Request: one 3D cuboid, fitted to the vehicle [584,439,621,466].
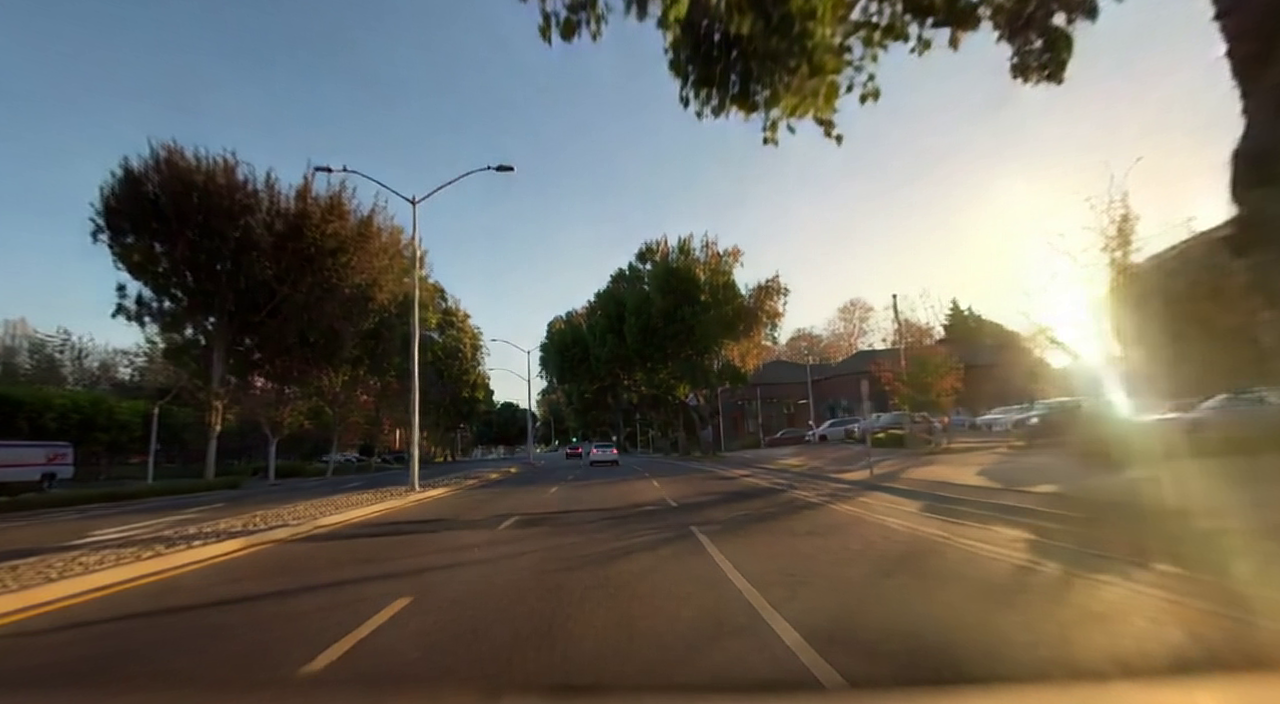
[{"bbox_3d":[-2.506,6.497,41.136,2.197,1.642,4.312,1,-8,-6],"label":"vehicle"}]

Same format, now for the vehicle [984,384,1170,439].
[{"bbox_3d":[14.946,2.091,21.816,4.851,1.737,2.189,0,-8,-5],"label":"vehicle"}]

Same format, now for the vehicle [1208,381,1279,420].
[{"bbox_3d":[29.951,2.307,29.659,2.175,1.626,4.598,0,-8,-1],"label":"vehicle"}]

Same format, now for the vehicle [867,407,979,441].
[{"bbox_3d":[14.401,3.706,32.334,4.742,1.602,1.999,0,-8,-4],"label":"vehicle"}]

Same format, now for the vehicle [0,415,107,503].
[{"bbox_3d":[-29.570,4.920,29.044,3.377,3.796,8.315,-1,-8,-5],"label":"vehicle"}]
